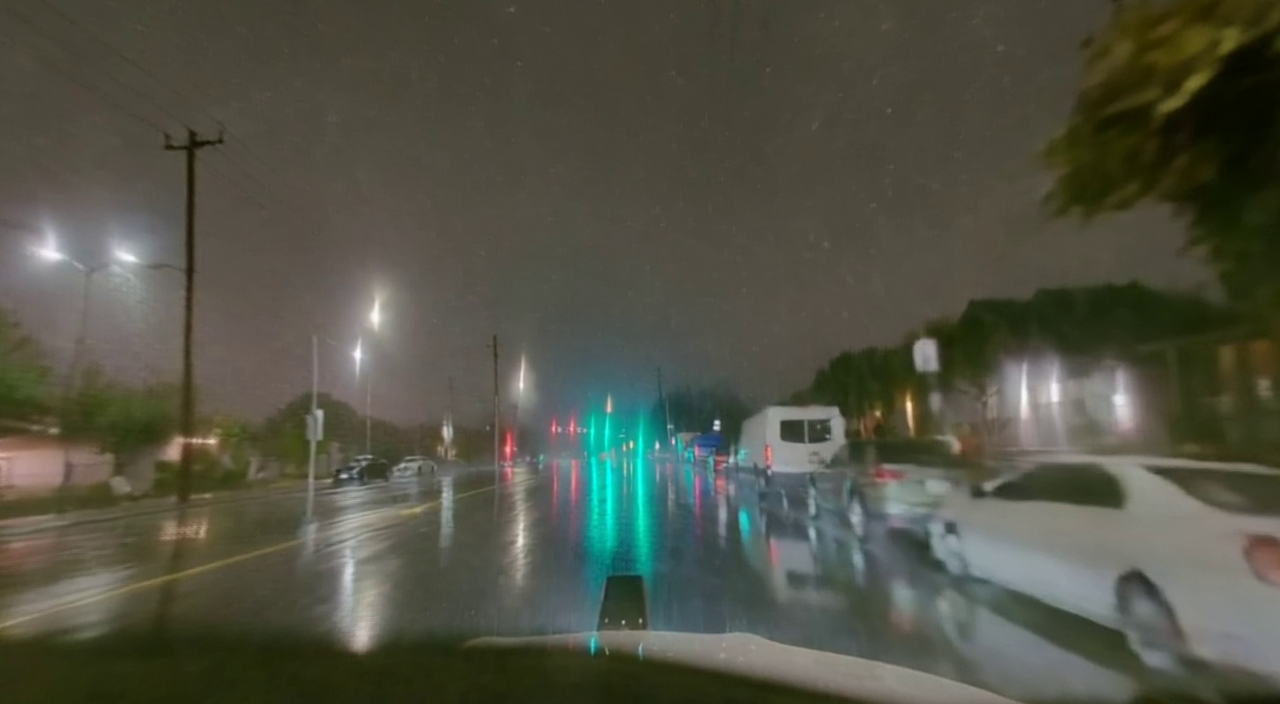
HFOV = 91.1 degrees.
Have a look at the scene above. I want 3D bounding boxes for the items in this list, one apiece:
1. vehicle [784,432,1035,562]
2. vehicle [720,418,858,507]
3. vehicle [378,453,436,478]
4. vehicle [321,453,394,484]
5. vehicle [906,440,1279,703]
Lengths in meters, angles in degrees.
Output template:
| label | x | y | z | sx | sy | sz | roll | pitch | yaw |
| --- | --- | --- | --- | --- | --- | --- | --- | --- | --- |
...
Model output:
| label | x | y | z | sx | sy | sz | roll | pitch | yaw |
| --- | --- | --- | --- | --- | --- | --- | --- | --- | --- |
| vehicle | 3.660 | 2.020 | 9.643 | 1.830 | 1.484 | 4.639 | 0 | -8 | 1 |
| vehicle | 3.766 | 2.954 | 17.345 | 2.372 | 2.008 | 6.181 | 0 | -8 | 1 |
| vehicle | -15.273 | 7.451 | 41.364 | 1.944 | 1.454 | 4.581 | 0 | -8 | 1 |
| vehicle | -15.181 | 6.276 | 34.071 | 1.992 | 1.517 | 4.426 | 0 | -8 | -2 |
| vehicle | 3.691 | 1.288 | 4.182 | 1.845 | 1.364 | 4.471 | 0 | -8 | -1 |
